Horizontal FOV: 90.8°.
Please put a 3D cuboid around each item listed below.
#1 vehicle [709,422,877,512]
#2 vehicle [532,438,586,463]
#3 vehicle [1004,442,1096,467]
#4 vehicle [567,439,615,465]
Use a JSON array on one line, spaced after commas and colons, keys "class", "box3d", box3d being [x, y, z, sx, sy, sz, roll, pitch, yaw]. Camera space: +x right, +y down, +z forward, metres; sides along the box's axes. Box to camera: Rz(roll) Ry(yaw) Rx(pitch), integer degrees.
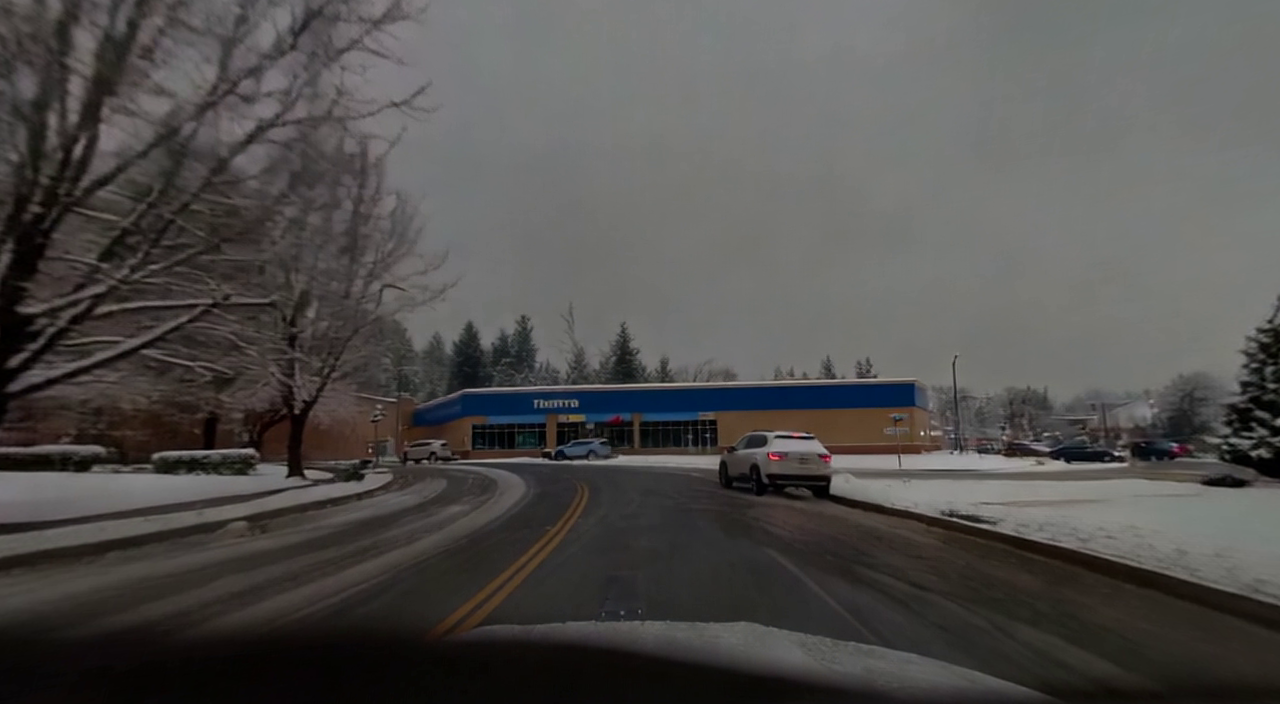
[{"class": "vehicle", "box3d": [3.352, 2.675, 15.227, 2.292, 1.767, 5.128, 1, -9, -6]}, {"class": "vehicle", "box3d": [-6.312, 7.573, 48.778, 2.278, 1.805, 4.950, 5, -10, -31]}, {"class": "vehicle", "box3d": [27.710, 6.935, 42.804, 1.815, 1.574, 4.800, 8, -12, -44]}, {"class": "vehicle", "box3d": [-3.438, 6.894, 43.622, 2.007, 1.639, 4.444, 4, -9, -23]}]
